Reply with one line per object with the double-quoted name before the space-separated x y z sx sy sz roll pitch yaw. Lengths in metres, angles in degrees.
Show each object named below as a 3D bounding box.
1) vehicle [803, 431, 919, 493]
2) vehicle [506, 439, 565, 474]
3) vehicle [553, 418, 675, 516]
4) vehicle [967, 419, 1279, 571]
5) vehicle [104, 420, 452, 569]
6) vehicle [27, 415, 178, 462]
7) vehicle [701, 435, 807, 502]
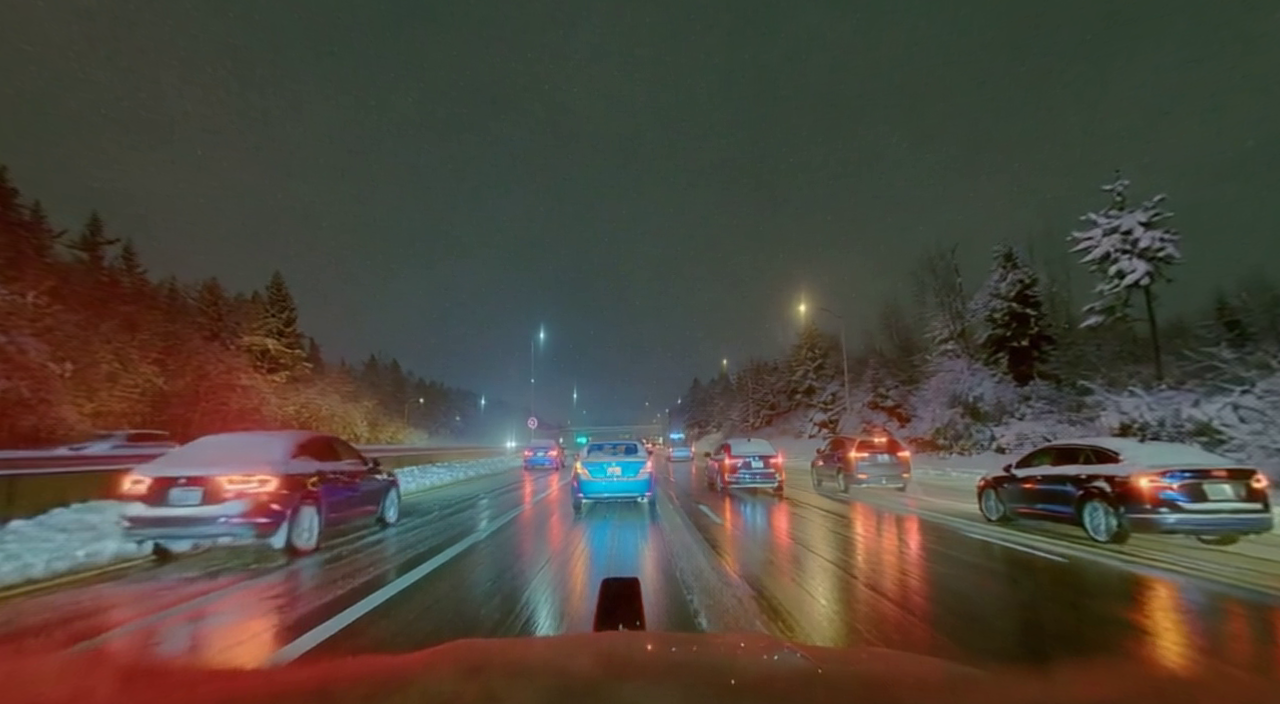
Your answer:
"vehicle" 6.851 3.458 20.132 2.022 1.735 4.400 1 -9 -1
"vehicle" -4.983 5.088 30.837 2.071 1.537 4.912 0 -9 0
"vehicle" -0.475 2.362 13.334 2.181 1.728 3.970 0 -9 0
"vehicle" 7.196 1.931 9.293 2.106 1.641 4.671 1 -9 -2
"vehicle" -4.504 1.851 9.072 1.971 1.505 5.035 0 -9 1
"vehicle" -22.832 3.738 27.092 2.132 1.811 4.901 0 -9 -1
"vehicle" 2.855 3.045 16.820 1.975 1.532 4.227 1 -9 -1
